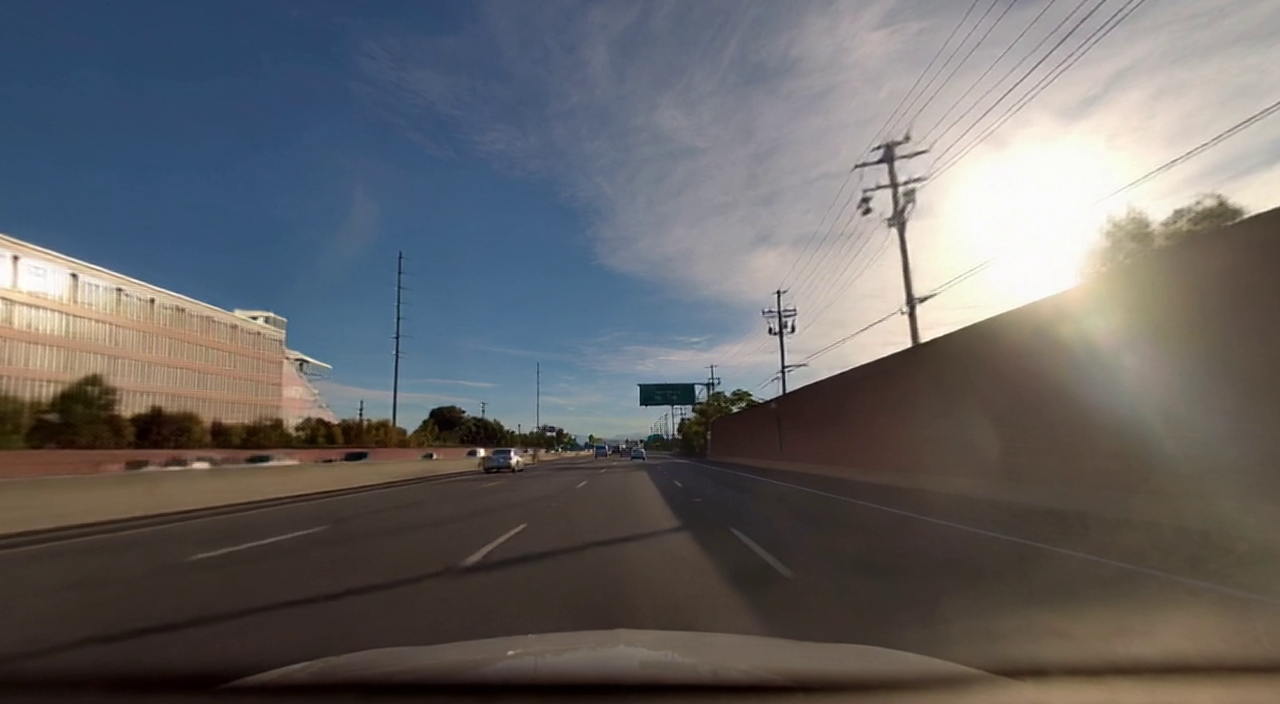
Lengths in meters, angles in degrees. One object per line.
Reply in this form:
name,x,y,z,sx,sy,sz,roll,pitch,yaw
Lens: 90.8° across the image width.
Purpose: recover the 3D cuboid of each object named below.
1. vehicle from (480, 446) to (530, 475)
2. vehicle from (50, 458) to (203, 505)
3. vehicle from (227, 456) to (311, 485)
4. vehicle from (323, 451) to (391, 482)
vehicle,-7.756,6.253,36.588,2.013,1.574,3.923,0,-9,0
vehicle,-18.778,4.710,23.438,1.905,1.462,4.471,0,-9,0
vehicle,-22.074,7.022,37.850,1.954,1.514,4.983,0,-9,0
vehicle,-14.907,6.023,33.464,1.759,1.469,3.876,0,-9,0
